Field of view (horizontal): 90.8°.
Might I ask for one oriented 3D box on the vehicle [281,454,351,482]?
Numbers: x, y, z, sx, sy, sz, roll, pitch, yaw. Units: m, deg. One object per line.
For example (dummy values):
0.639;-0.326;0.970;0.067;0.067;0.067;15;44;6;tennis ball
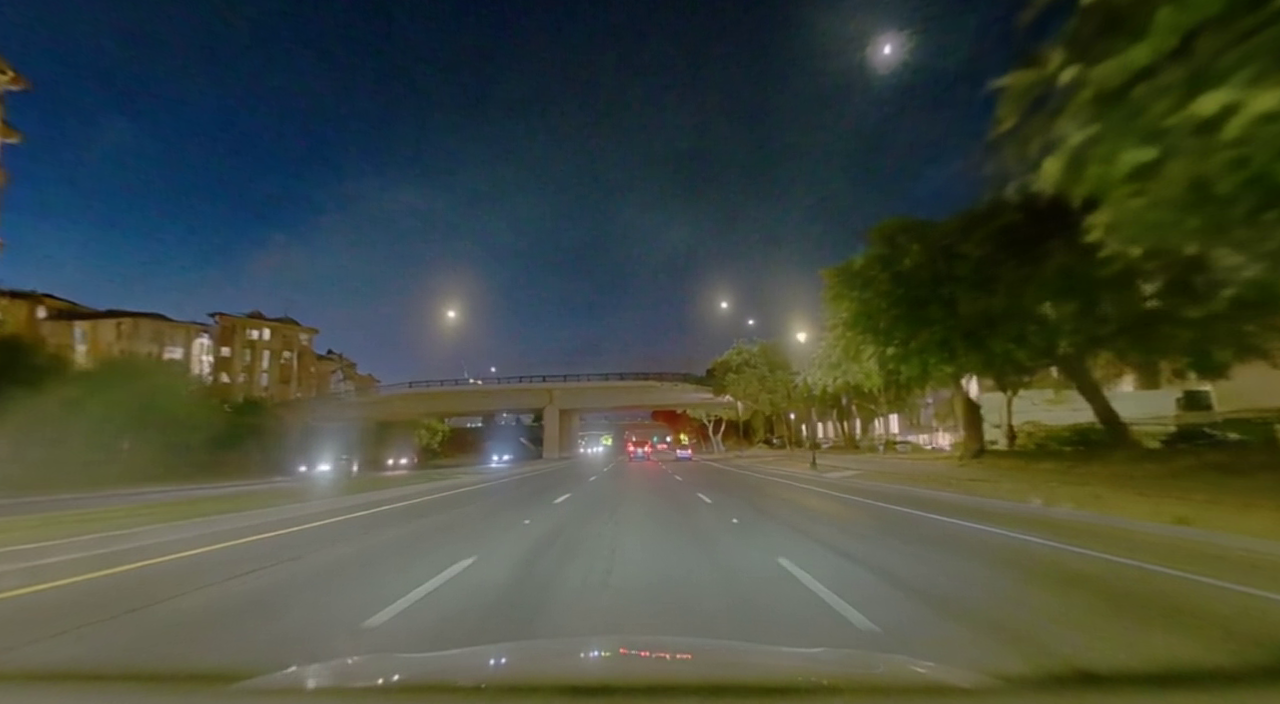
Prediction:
-18.524;6.646;36.358;1.805;1.444;4.221;0;-8;0;vehicle
